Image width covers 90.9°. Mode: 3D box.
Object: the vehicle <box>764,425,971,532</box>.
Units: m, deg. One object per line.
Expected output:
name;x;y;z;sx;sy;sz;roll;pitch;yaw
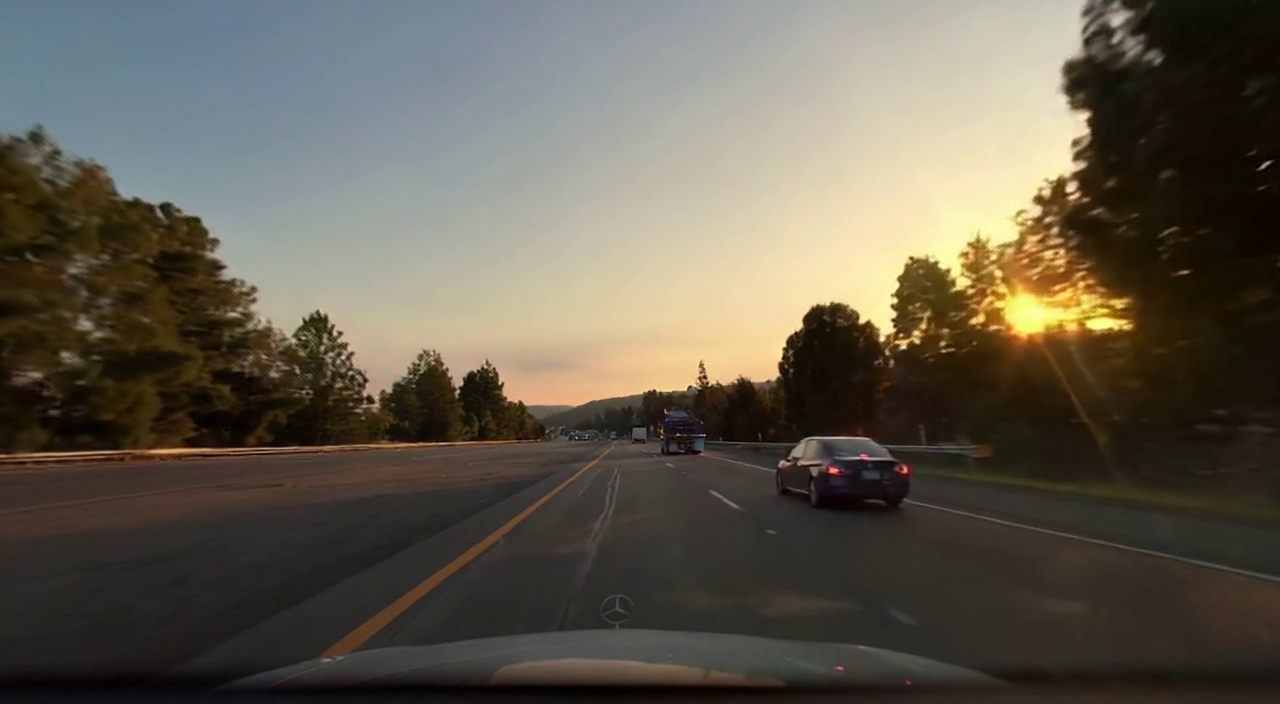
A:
vehicle;3.570;2.030;10.787;1.984;1.482;3.833;0;-8;-2

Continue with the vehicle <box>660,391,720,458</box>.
vehicle;3.199;5.108;43.569;2.911;3.994;10.840;0;-8;-2
